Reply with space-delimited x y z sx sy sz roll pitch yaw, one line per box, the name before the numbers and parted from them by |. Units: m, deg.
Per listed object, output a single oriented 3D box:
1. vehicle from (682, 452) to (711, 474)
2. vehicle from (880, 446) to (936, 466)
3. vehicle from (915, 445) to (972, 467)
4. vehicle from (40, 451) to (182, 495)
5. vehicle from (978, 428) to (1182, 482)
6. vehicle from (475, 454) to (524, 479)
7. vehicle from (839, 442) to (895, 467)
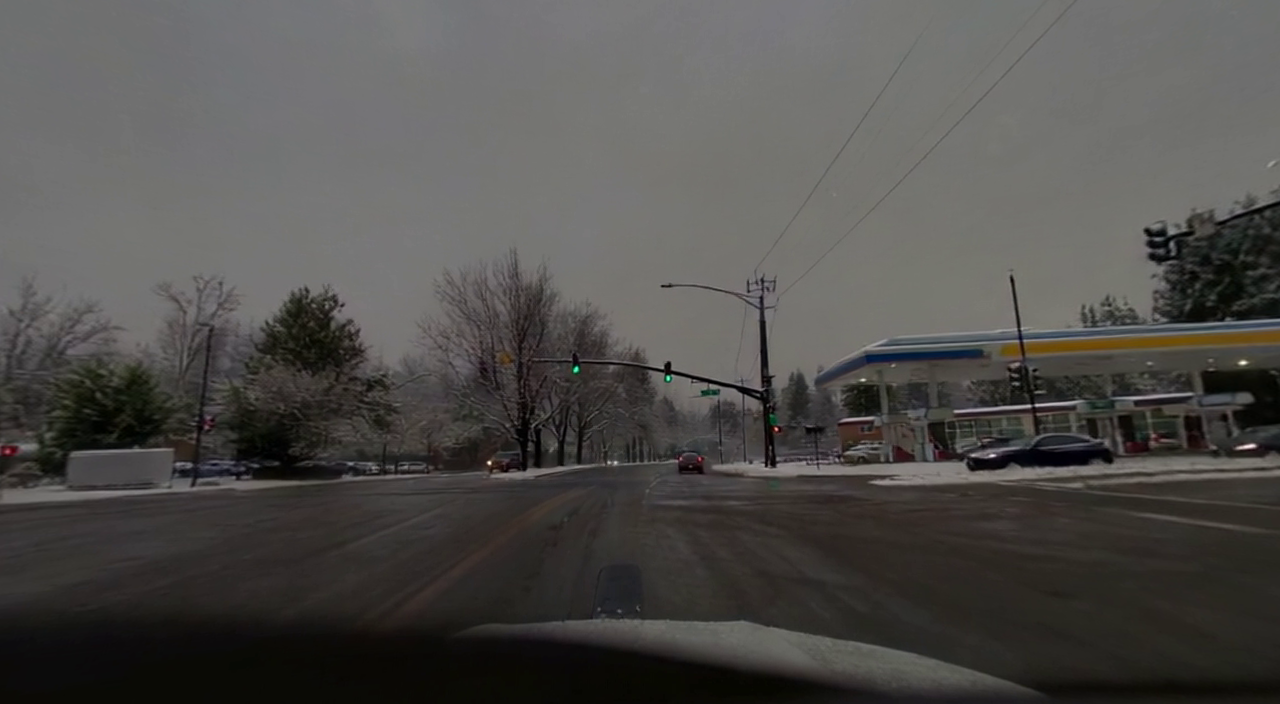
vehicle | 4.205 8.320 47.586 1.908 1.492 3.977 -1 -9 2
vehicle | 20.049 7.776 47.196 4.553 1.371 2.019 9 -15 -42
vehicle | 21.853 7.432 45.414 4.329 1.461 1.873 6 -11 -38
vehicle | -33.289 7.596 39.926 6.708 2.544 2.452 -1 -9 1
vehicle | 13.211 3.127 19.219 4.605 1.497 2.061 -1 -9 0
vehicle | -9.191 7.553 41.767 2.023 1.498 4.605 -1 -9 3
vehicle | 17.720 7.971 49.154 4.601 1.766 2.015 7 -14 -42
